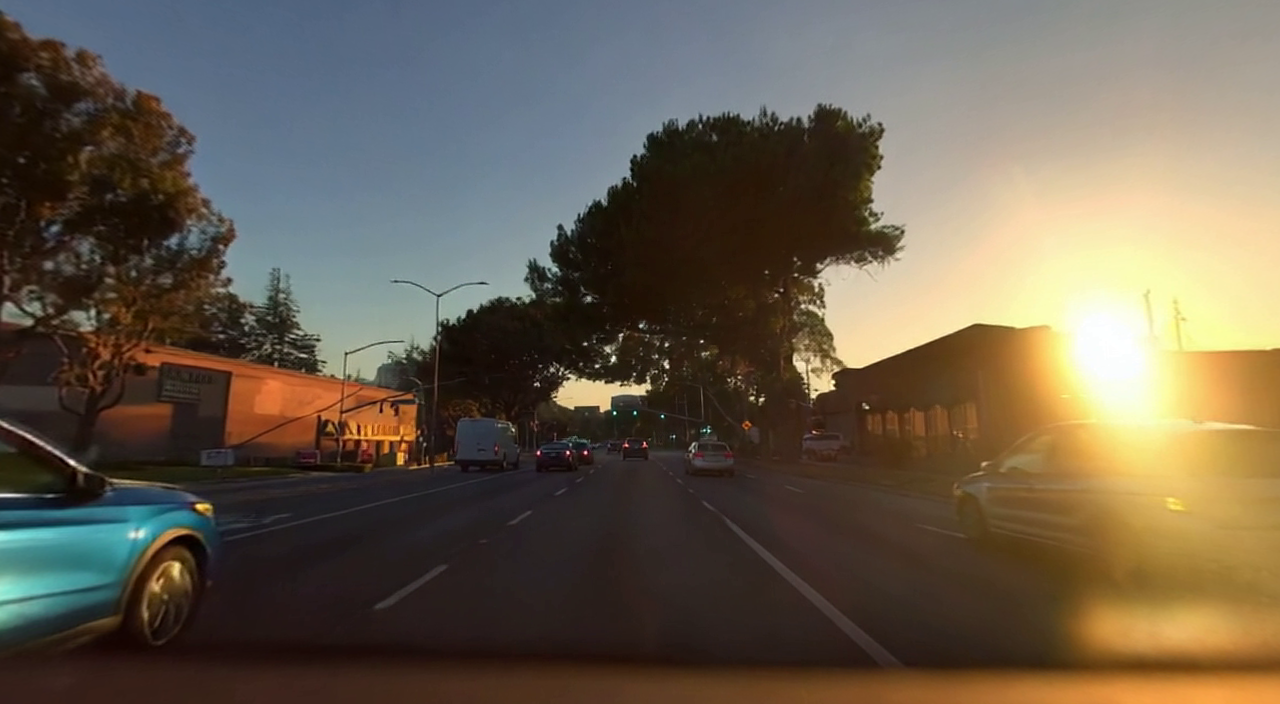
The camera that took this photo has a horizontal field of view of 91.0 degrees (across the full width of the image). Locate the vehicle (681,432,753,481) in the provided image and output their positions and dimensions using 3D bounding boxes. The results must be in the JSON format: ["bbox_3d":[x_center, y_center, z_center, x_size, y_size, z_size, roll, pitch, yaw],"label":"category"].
[{"bbox_3d":[3.030,4.254,25.902,2.167,1.792,4.835,1,-9,-2],"label":"vehicle"}]

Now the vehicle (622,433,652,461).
[{"bbox_3d":[-0.295,7.516,49.833,2.299,2.104,5.207,0,-9,-1],"label":"vehicle"}]

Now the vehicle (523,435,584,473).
[{"bbox_3d":[-4.033,4.866,30.184,2.133,1.677,4.727,0,-9,1],"label":"vehicle"}]

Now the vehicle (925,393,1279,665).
[{"bbox_3d":[4.801,1.415,6.088,2.080,1.661,4.324,0,-9,1],"label":"vehicle"}]

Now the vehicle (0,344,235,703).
[{"bbox_3d":[-3.988,0.762,2.394,2.038,1.748,4.303,0,-9,-1],"label":"vehicle"}]

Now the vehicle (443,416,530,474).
[{"bbox_3d":[-7.595,4.738,32.063,2.863,2.592,6.410,0,-9,-1],"label":"vehicle"}]
